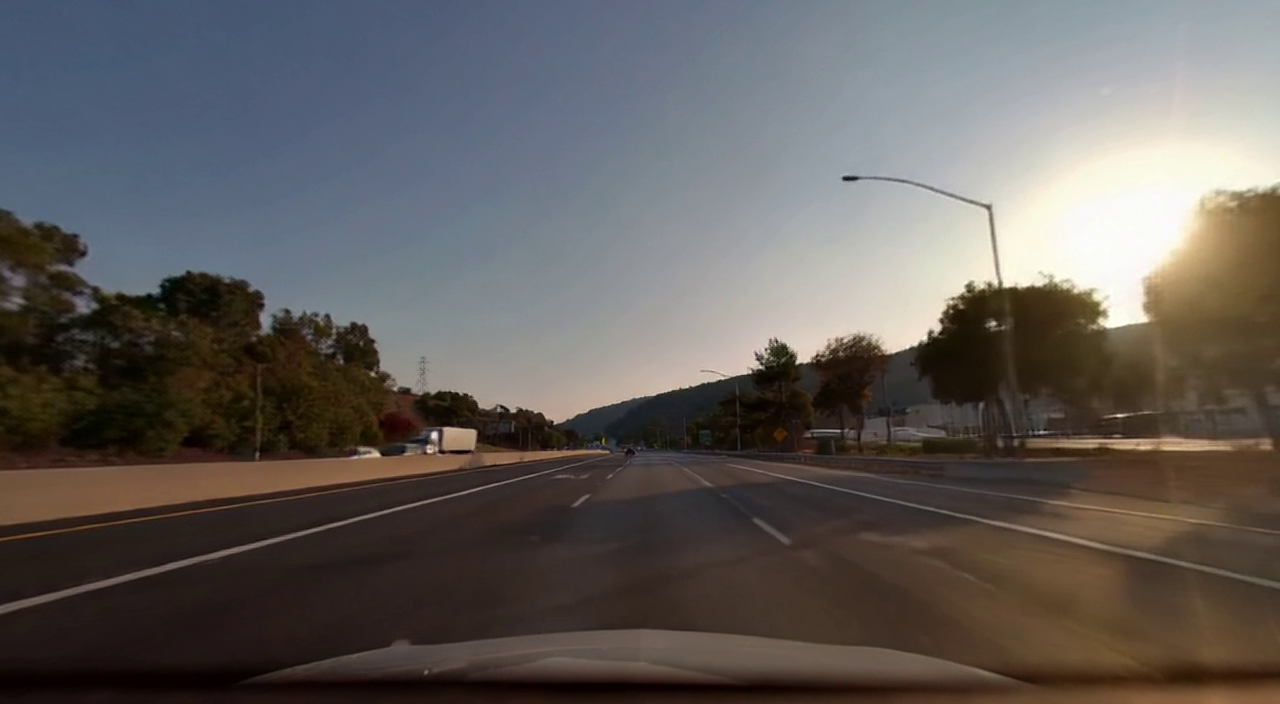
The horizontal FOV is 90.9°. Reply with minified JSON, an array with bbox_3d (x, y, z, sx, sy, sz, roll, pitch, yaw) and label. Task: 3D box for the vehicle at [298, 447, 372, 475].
[{"bbox_3d":[-18.054,6.457,37.616,2.033,1.537,4.607,0,-8,1],"label":"vehicle"}]
